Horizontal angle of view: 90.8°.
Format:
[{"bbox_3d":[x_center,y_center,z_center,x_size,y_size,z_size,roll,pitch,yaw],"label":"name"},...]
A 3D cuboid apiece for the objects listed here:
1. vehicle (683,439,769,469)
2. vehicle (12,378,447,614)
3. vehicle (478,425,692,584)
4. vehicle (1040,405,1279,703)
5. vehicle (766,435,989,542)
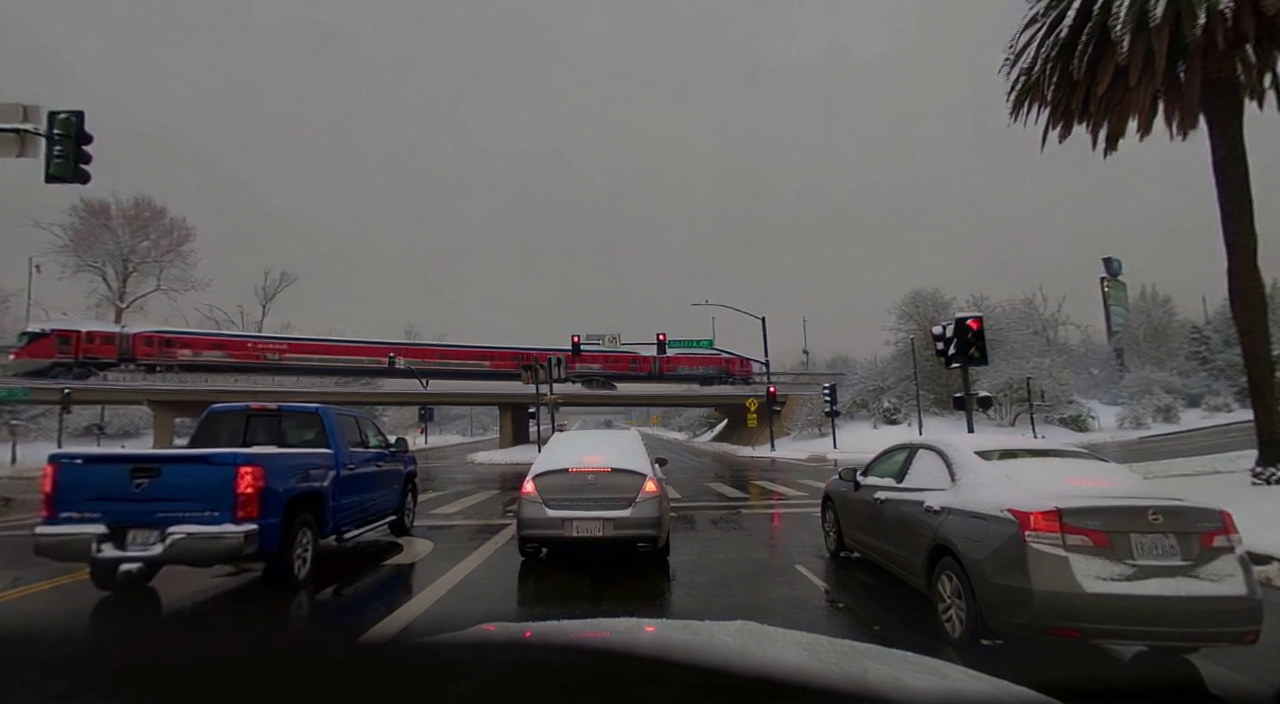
[{"bbox_3d":[4.245,5.132,31.940,1.878,1.428,4.416,5,-10,-32],"label":"vehicle"},{"bbox_3d":[-4.080,1.543,7.815,2.078,1.838,5.448,1,-9,-5],"label":"vehicle"},{"bbox_3d":[-0.620,1.766,8.159,2.035,1.491,4.090,0,-9,-3],"label":"vehicle"},{"bbox_3d":[3.891,0.890,2.161,2.052,1.496,4.541,0,-9,0],"label":"vehicle"},{"bbox_3d":[3.724,2.215,10.969,1.965,1.448,4.486,0,-9,-2],"label":"vehicle"}]
